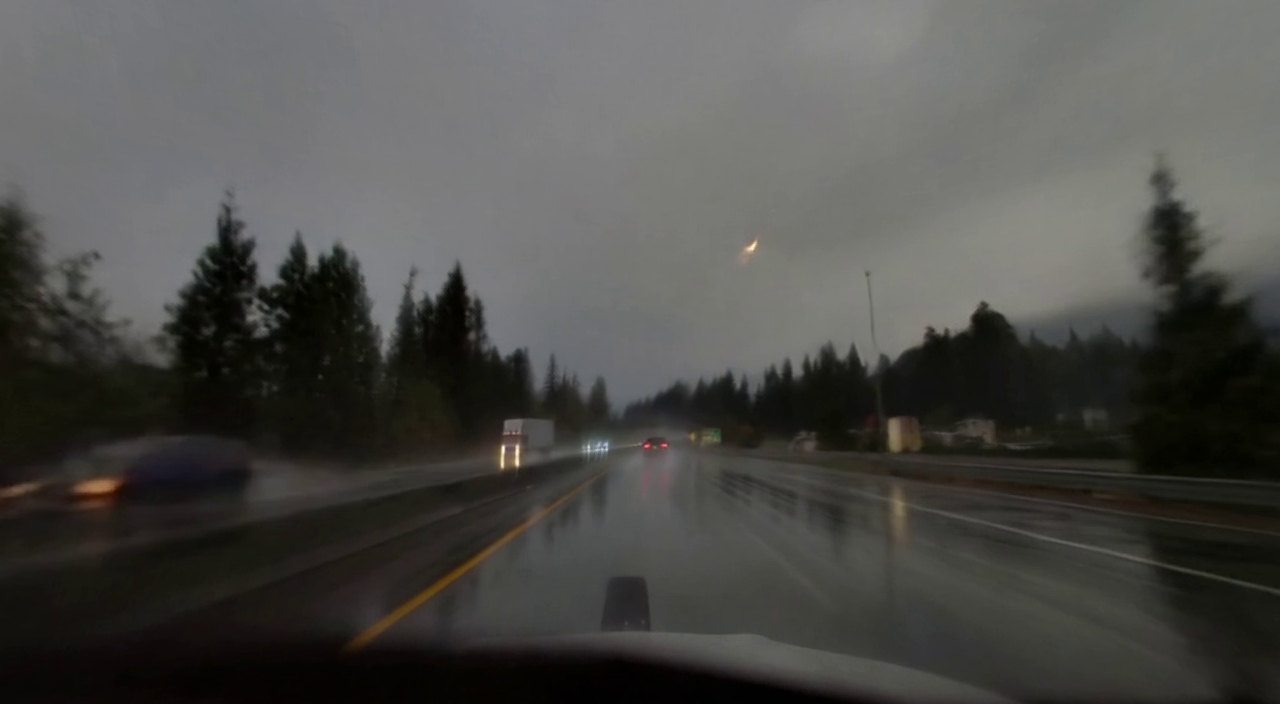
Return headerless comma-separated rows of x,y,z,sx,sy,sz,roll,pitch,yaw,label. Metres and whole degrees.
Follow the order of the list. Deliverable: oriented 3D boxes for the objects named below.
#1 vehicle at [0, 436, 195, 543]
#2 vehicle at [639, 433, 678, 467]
-10.127,2.238,10.852,1.850,1.523,4.054,0,-8,1,vehicle
1.164,6.097,39.261,2.301,1.944,4.554,0,-8,2,vehicle
